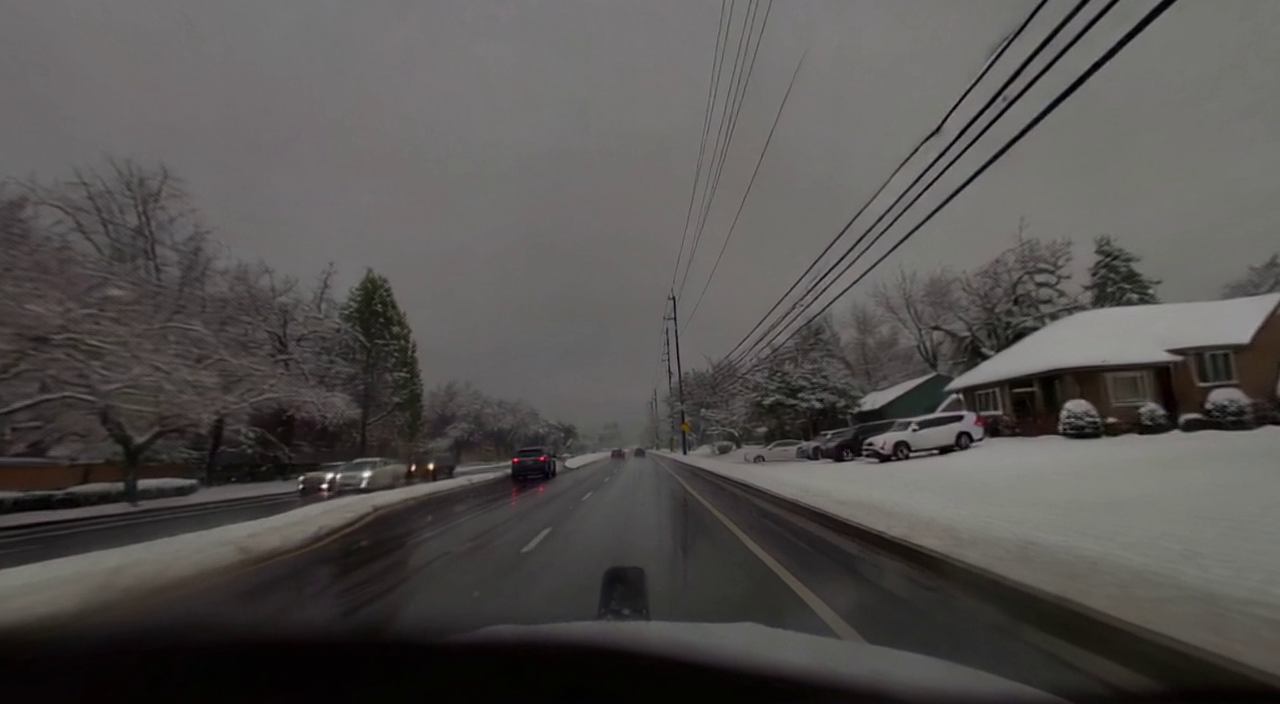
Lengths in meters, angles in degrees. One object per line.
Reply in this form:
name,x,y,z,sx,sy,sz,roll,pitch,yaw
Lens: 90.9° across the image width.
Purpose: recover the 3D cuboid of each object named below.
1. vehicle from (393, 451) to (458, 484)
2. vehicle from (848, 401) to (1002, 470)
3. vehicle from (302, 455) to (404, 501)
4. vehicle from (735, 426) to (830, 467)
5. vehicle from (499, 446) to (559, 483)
vehicle,-12.528,6.735,37.130,2.077,1.713,4.715,-1,-9,1
vehicle,10.789,3.233,24.155,4.610,1.853,2.265,-8,-9,-3
vehicle,-10.746,4.711,24.035,2.048,1.481,4.543,0,-9,-4
vehicle,8.283,5.577,36.964,4.840,1.583,2.324,-8,-9,-3
vehicle,-4.858,4.990,28.200,2.084,1.466,4.522,0,-9,-2
